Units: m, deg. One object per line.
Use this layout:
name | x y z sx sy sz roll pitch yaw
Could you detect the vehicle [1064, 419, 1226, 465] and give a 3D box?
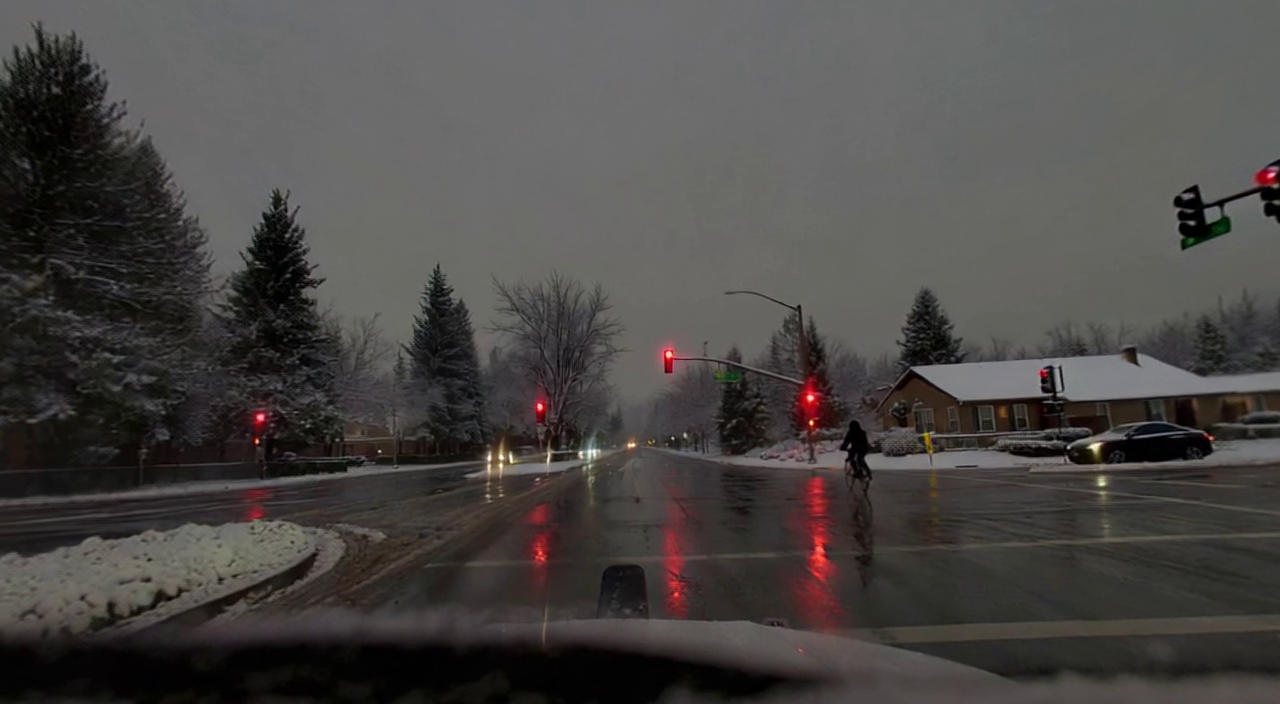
vehicle | 17.310 3.107 21.762 3.969 1.493 1.823 0 -9 1
